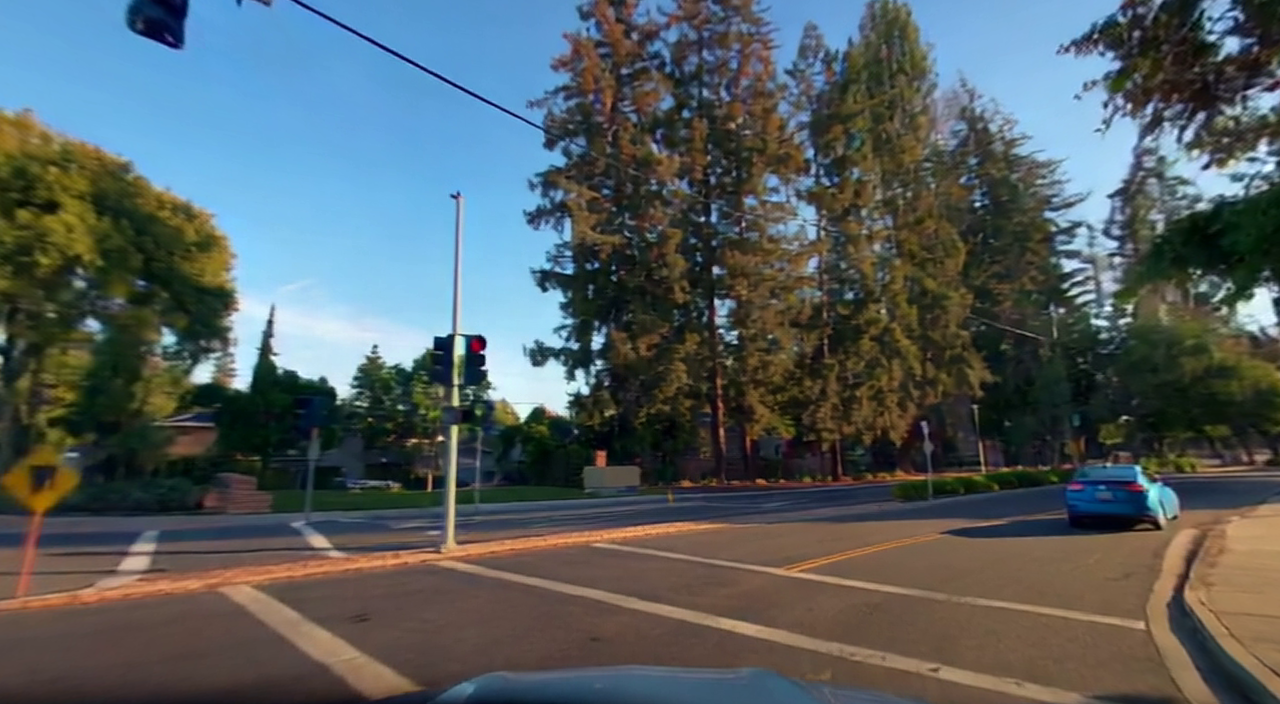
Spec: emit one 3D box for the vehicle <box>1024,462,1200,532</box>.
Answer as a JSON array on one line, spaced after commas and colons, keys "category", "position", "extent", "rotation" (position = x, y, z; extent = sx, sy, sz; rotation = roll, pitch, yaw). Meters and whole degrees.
[{"category": "vehicle", "position": [10.647, 3.111, 14.036], "extent": [5.282, 1.250, 1.972], "rotation": [9, -14, -41]}]
